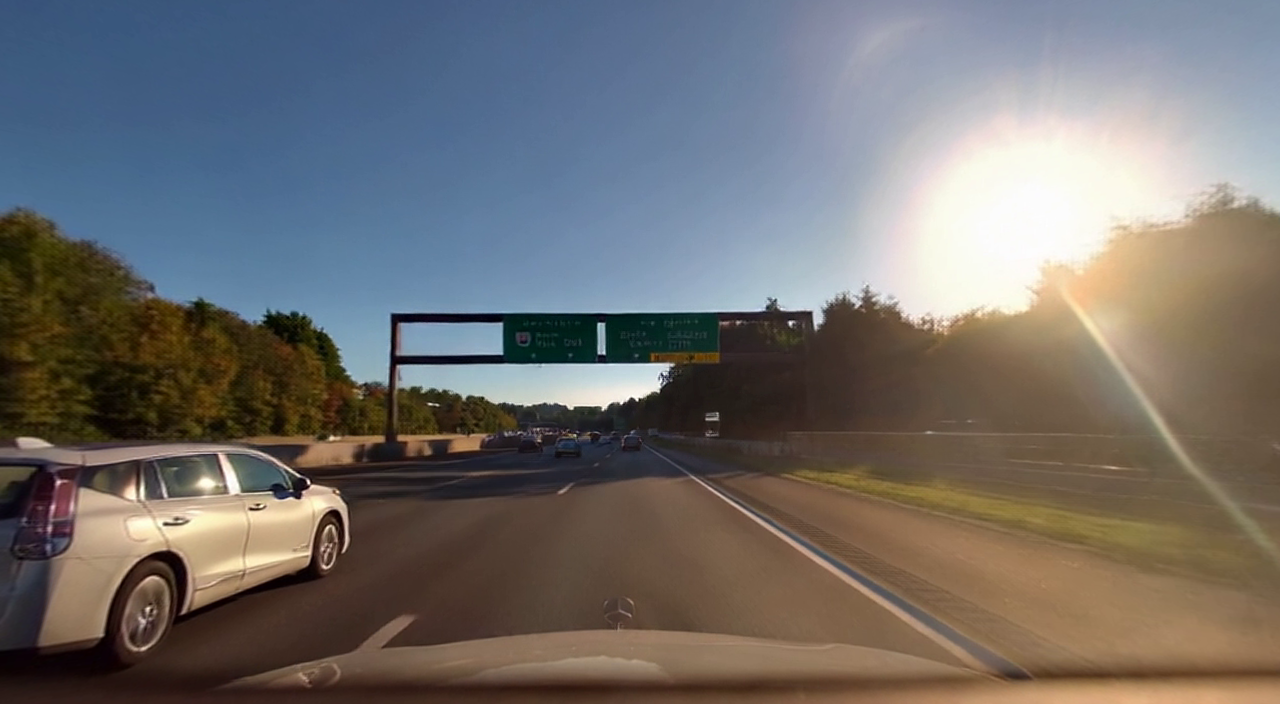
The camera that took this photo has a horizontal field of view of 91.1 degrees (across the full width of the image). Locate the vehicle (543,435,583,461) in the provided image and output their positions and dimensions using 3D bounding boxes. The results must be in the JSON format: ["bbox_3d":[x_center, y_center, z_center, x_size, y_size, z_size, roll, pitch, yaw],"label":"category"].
[{"bbox_3d":[-4.539,5.669,37.499,1.909,1.445,4.087,0,-8,-1],"label":"vehicle"}]

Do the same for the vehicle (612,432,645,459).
[{"bbox_3d":[-0.720,5.849,39.511,2.002,1.611,3.778,0,-8,-1],"label":"vehicle"}]

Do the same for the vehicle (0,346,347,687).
[{"bbox_3d":[-4.476,1.142,5.288,1.971,1.822,4.366,0,-8,-1],"label":"vehicle"}]
